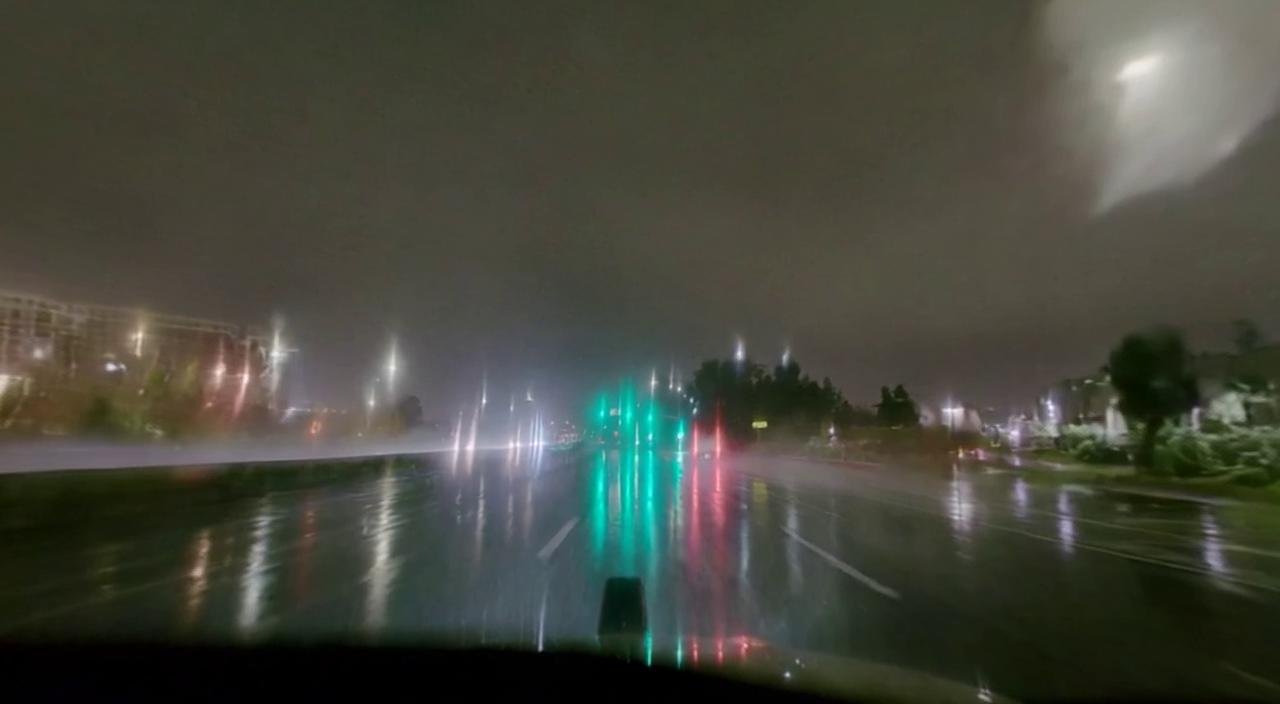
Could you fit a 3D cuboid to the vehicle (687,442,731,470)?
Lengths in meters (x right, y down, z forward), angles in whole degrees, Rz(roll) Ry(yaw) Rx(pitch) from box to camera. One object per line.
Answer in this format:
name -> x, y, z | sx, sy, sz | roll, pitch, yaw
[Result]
vehicle -> 3.864, 5.867, 35.929 | 1.926, 1.477, 4.025 | 0, -8, -2
